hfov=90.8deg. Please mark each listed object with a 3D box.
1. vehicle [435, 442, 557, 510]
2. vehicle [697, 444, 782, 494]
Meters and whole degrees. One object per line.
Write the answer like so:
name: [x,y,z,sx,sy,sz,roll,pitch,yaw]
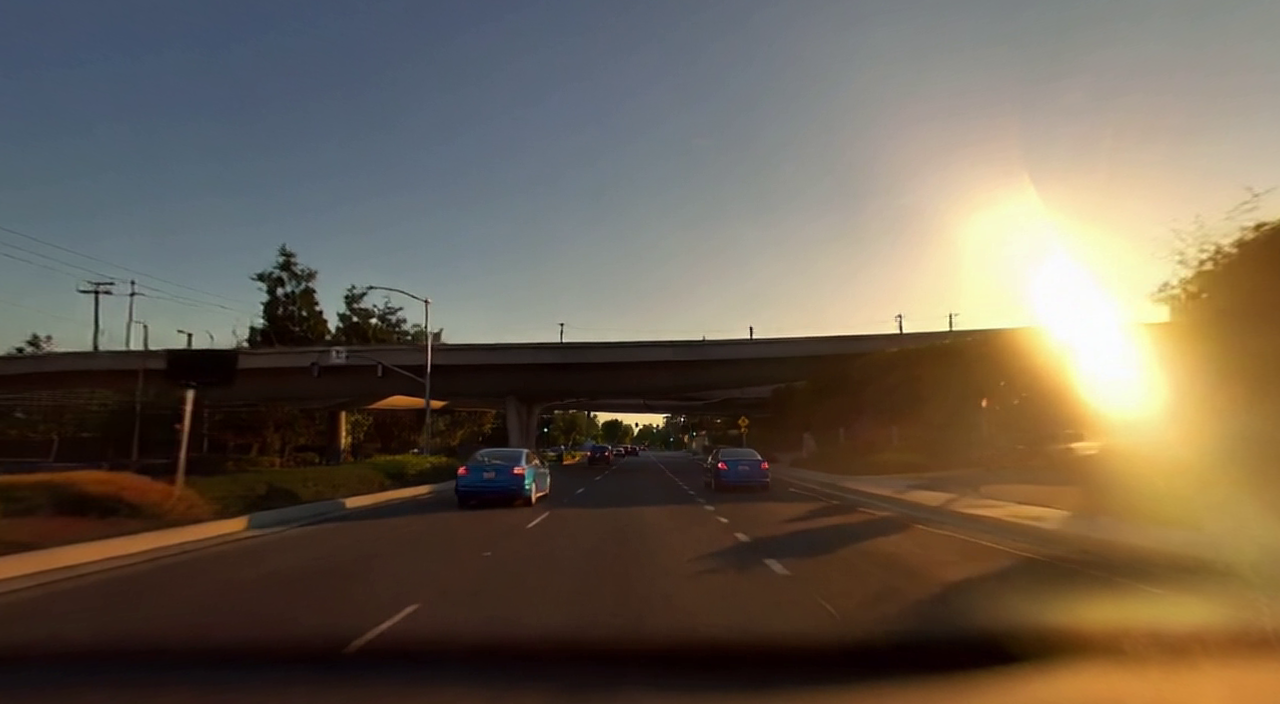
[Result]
vehicle: [-3.511,3.107,16.366,2.060,1.484,4.417,0,-9,1]
vehicle: [3.216,3.881,21.334,2.068,1.497,4.247,0,-9,-1]
